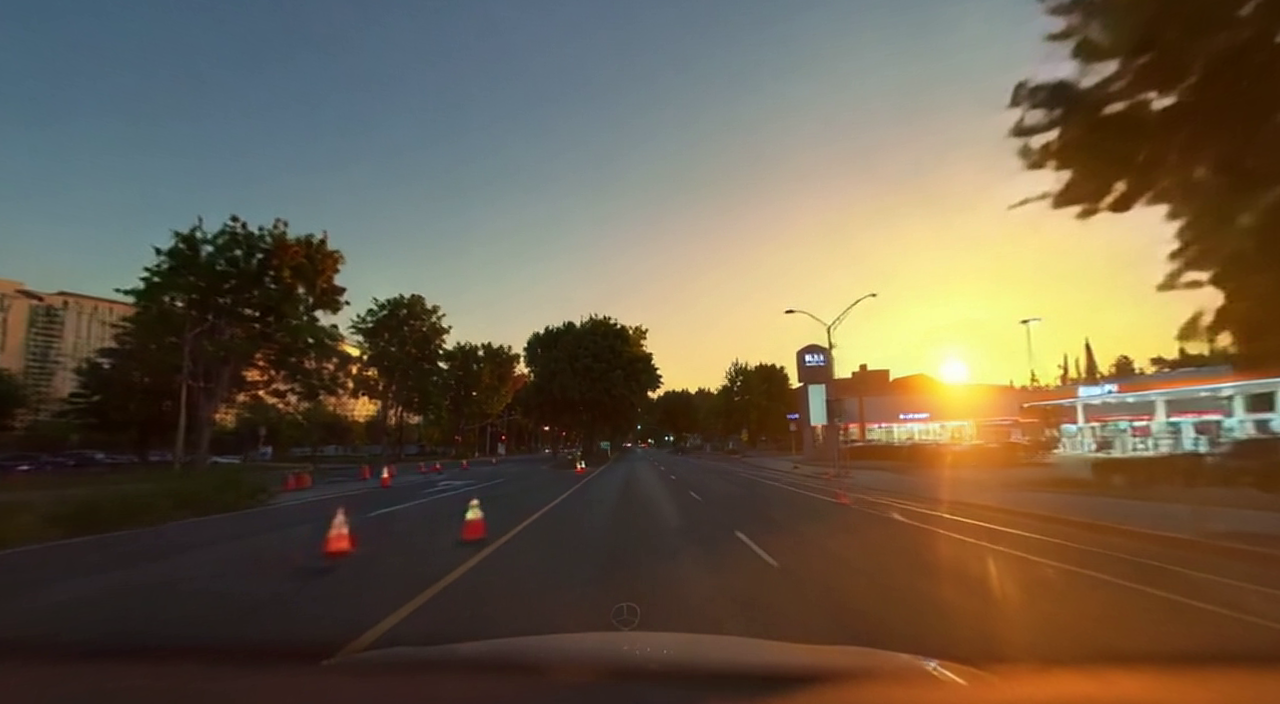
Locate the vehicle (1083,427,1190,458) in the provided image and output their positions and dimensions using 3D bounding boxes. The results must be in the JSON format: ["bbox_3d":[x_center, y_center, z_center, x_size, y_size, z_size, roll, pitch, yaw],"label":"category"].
[{"bbox_3d":[30.305,5.558,38.735,4.628,1.817,1.996,-2,-8,10],"label":"vehicle"}]

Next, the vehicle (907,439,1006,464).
[{"bbox_3d":[18.292,5.766,36.677,4.674,1.399,1.987,0,-8,0],"label":"vehicle"}]
